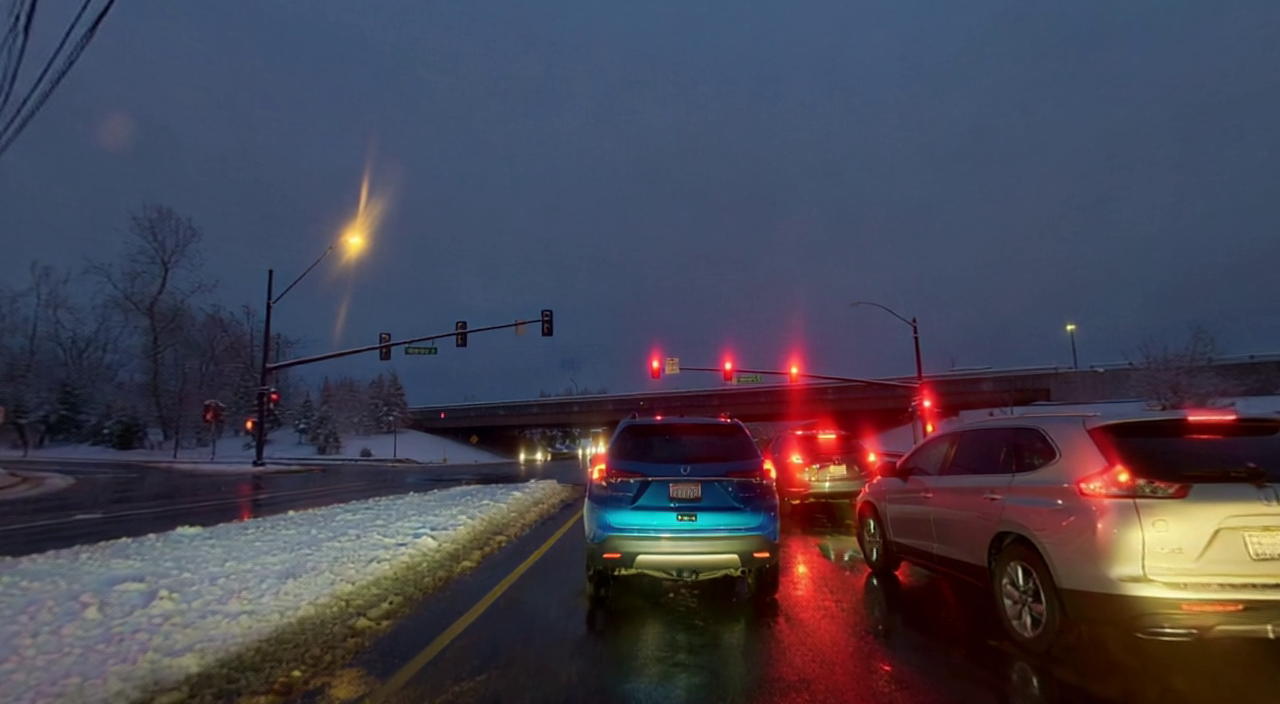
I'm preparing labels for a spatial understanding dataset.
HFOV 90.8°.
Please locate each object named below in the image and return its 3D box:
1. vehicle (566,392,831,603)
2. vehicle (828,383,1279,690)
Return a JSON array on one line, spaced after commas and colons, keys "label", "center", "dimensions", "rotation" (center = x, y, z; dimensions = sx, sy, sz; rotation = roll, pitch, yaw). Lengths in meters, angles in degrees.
[{"label": "vehicle", "center": [0.449, 1.555, 7.612], "dimensions": [2.240, 1.778, 4.335], "rotation": [0, -8, -1]}, {"label": "vehicle", "center": [3.413, 1.334, 5.790], "dimensions": [1.990, 1.649, 4.625], "rotation": [0, -8, 0]}]
